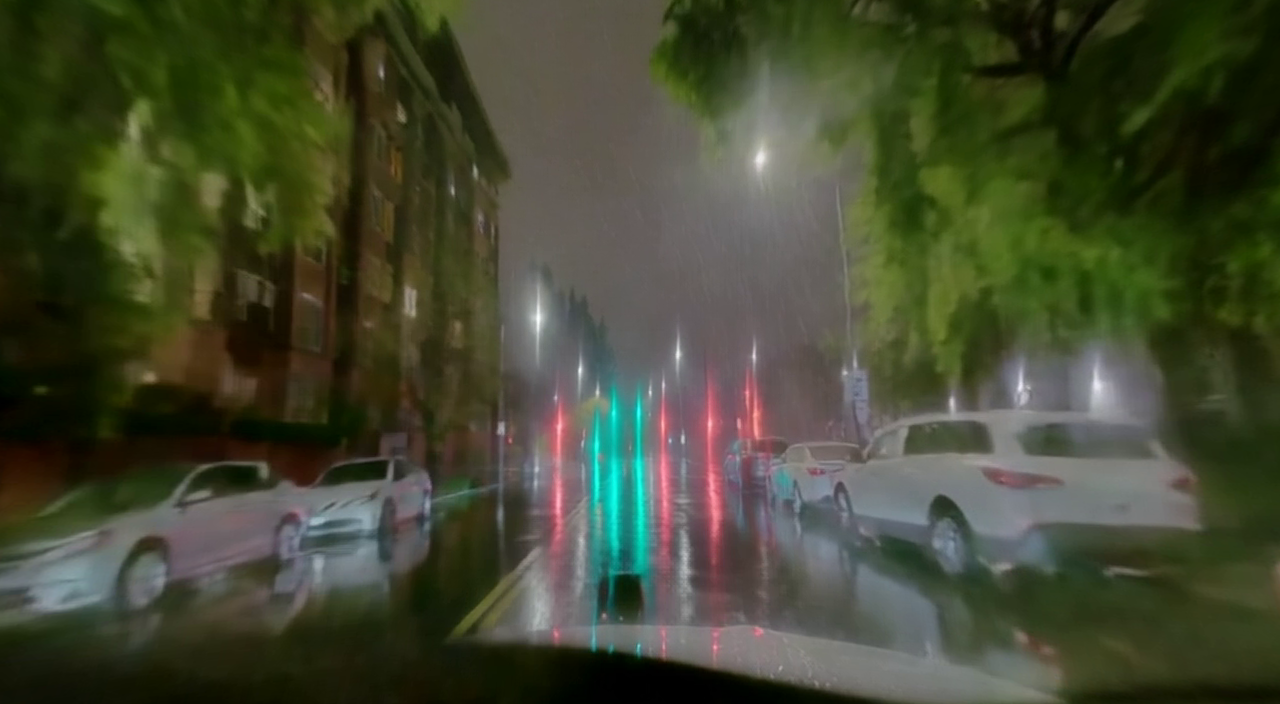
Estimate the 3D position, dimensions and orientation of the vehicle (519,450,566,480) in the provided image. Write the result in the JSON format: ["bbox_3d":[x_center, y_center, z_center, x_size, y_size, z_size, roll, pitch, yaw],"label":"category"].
[{"bbox_3d":[-5.770,6.737,37.952,1.947,1.473,4.397,-5,-9,1],"label":"vehicle"}]

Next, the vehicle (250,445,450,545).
[{"bbox_3d":[-5.951,2.938,13.765,2.142,1.775,4.428,0,-8,2],"label":"vehicle"}]

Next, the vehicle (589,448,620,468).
[{"bbox_3d":[-2.669,8.073,48.256,2.029,1.438,4.313,0,-8,0],"label":"vehicle"}]

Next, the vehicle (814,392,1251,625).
[{"bbox_3d":[3.939,1.663,7.915,2.093,1.857,5.414,1,-8,1],"label":"vehicle"}]

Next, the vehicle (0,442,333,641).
[{"bbox_3d":[-5.841,2.066,7.846,1.929,1.681,4.216,-5,-8,0],"label":"vehicle"}]
